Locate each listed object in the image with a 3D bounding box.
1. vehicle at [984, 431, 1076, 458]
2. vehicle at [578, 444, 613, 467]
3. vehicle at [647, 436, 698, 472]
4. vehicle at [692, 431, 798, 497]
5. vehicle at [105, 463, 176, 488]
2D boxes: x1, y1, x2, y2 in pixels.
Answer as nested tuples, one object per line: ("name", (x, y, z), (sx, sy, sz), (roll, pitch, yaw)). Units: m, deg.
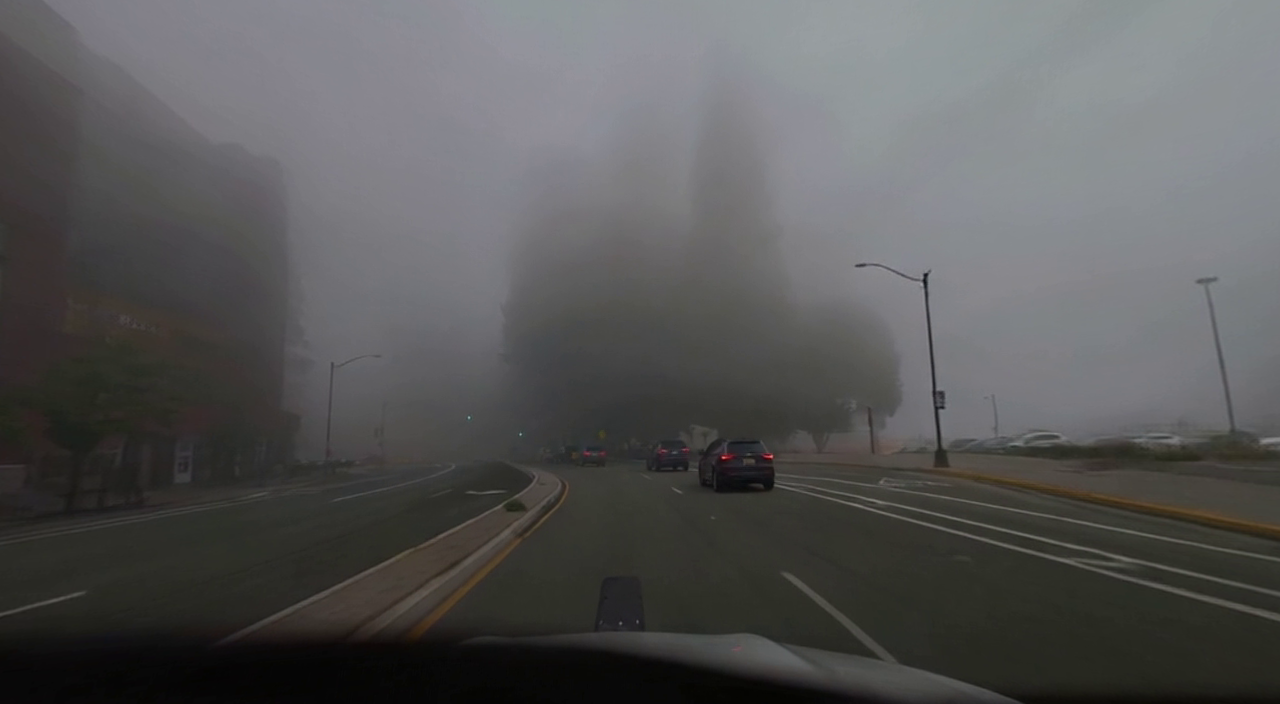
("vehicle", (26.471, 6.287, 42.987), (4.736, 1.755, 2.221), (0, -8, -3))
("vehicle", (-3.132, 7.111, 43.628), (2.068, 1.512, 3.987), (1, -9, -9))
("vehicle", (1.631, 5.367, 33.369), (2.046, 1.768, 4.370), (1, -9, -6))
("vehicle", (2.771, 3.056, 17.626), (1.966, 1.596, 3.980), (1, -9, -5))
("vehicle", (-32.248, 7.942, 40.914), (1.600, 1.375, 4.319), (0, -9, -9))
